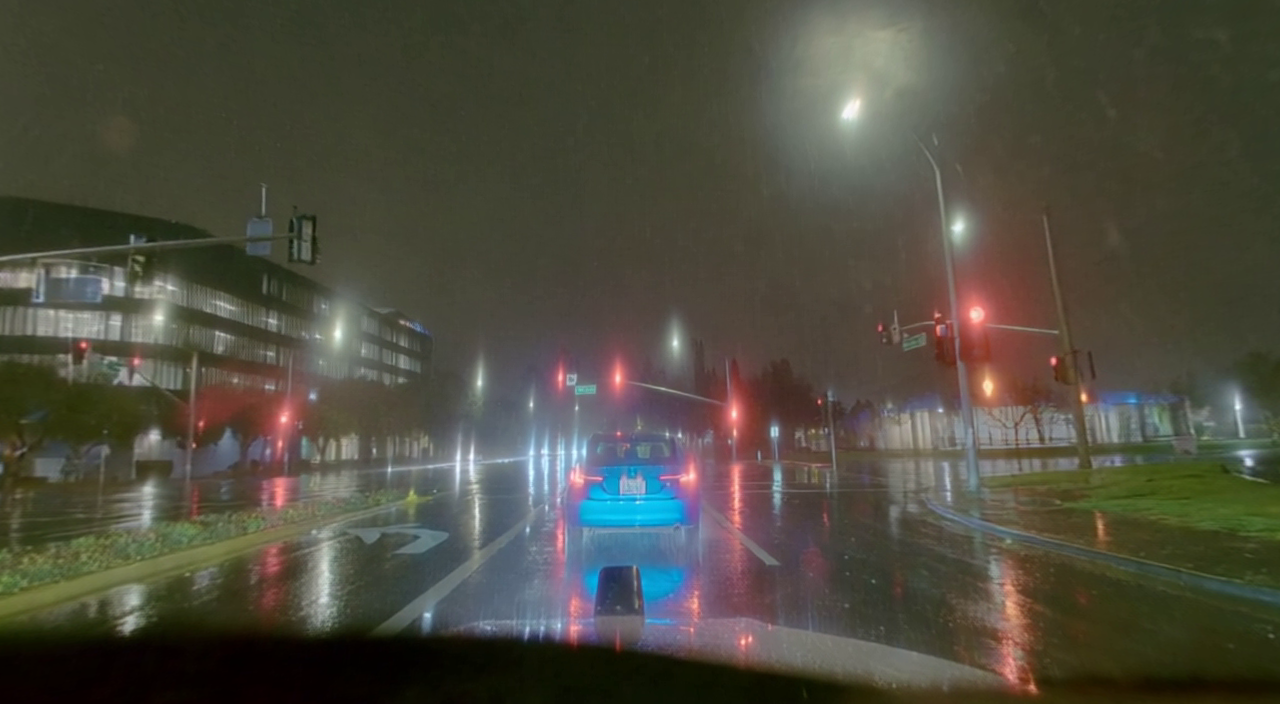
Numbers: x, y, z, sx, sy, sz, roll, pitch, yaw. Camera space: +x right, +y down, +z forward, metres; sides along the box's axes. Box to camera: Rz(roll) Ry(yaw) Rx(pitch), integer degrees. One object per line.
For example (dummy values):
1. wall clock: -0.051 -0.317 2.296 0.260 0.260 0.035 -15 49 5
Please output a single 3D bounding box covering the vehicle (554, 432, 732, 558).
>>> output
1. vehicle: 0.004 1.994 9.516 2.107 1.470 3.974 0 -9 -1
